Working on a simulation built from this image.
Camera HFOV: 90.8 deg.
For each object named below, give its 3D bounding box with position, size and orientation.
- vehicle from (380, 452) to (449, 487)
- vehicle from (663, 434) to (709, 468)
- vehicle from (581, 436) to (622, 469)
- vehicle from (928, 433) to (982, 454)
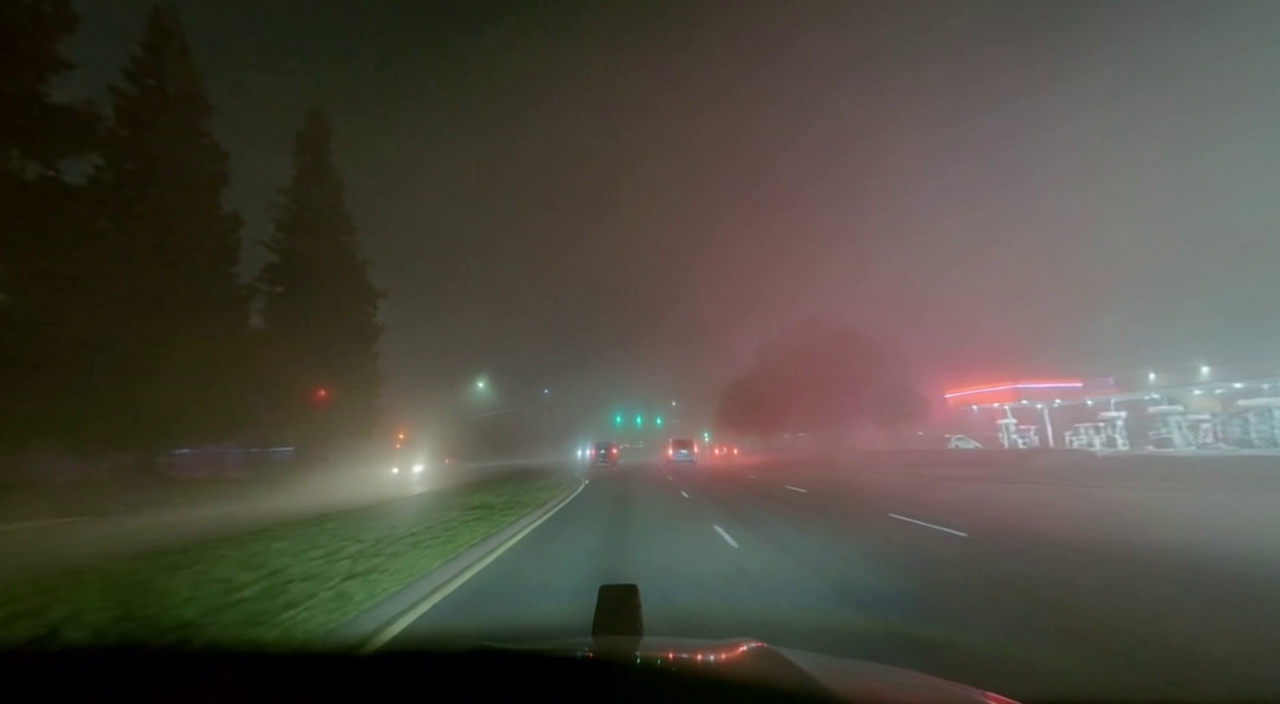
[{"bbox_3d":[-11.917,6.224,33.694,1.934,1.674,4.445,0,-8,1],"label":"vehicle"},{"bbox_3d":[2.546,5.685,36.239,2.140,1.800,4.660,0,-8,-2],"label":"vehicle"},{"bbox_3d":[-2.379,6.057,38.235,2.261,1.820,4.255,1,-9,-6],"label":"vehicle"},{"bbox_3d":[24.140,7.045,48.528,1.805,1.460,4.326,0,-9,-2],"label":"vehicle"}]
